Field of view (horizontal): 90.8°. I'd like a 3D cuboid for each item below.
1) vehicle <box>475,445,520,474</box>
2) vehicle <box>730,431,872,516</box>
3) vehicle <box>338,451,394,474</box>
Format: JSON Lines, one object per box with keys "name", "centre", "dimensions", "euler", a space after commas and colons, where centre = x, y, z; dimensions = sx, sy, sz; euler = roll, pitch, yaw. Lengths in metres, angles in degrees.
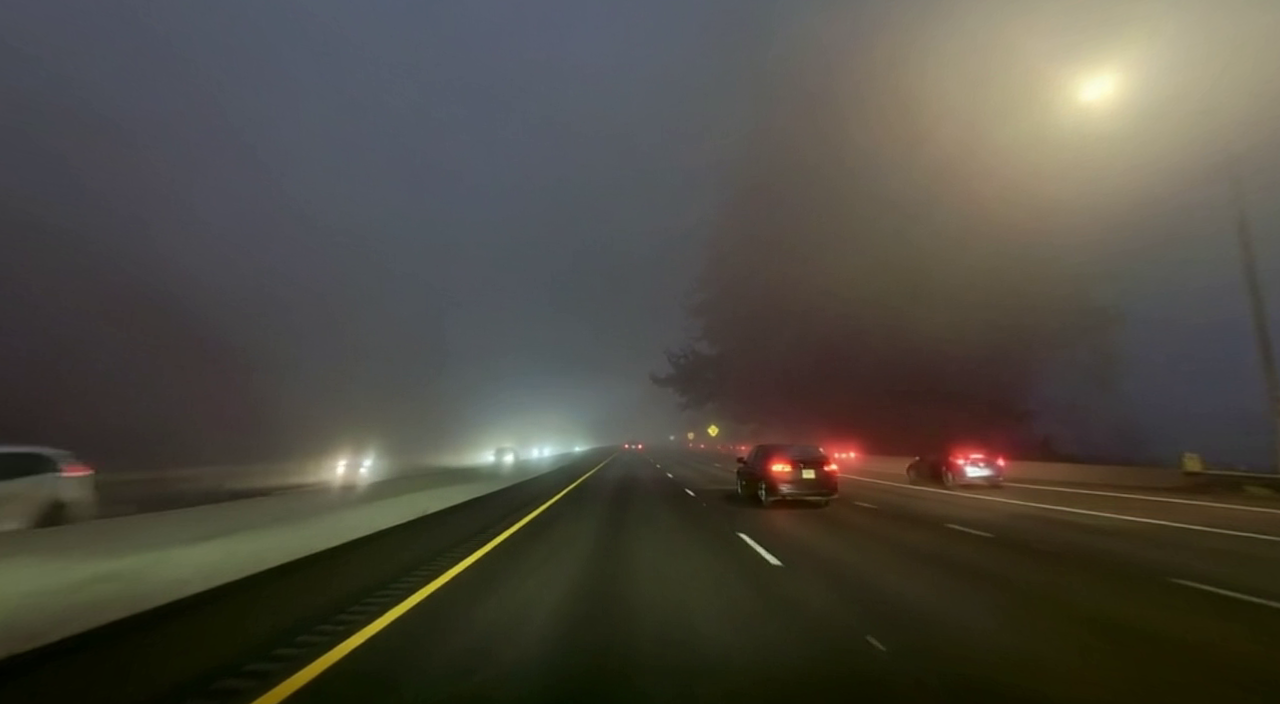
{"name": "vehicle", "centre": [-8.295, 6.259, 37.127], "dimensions": [1.766, 1.536, 3.855], "euler": [0, -8, -1]}
{"name": "vehicle", "centre": [3.361, 2.623, 14.136], "dimensions": [2.018, 1.600, 4.121], "euler": [0, -9, -1]}
{"name": "vehicle", "centre": [-18.690, 7.526, 43.341], "dimensions": [1.853, 1.450, 4.514], "euler": [0, -9, 0]}
